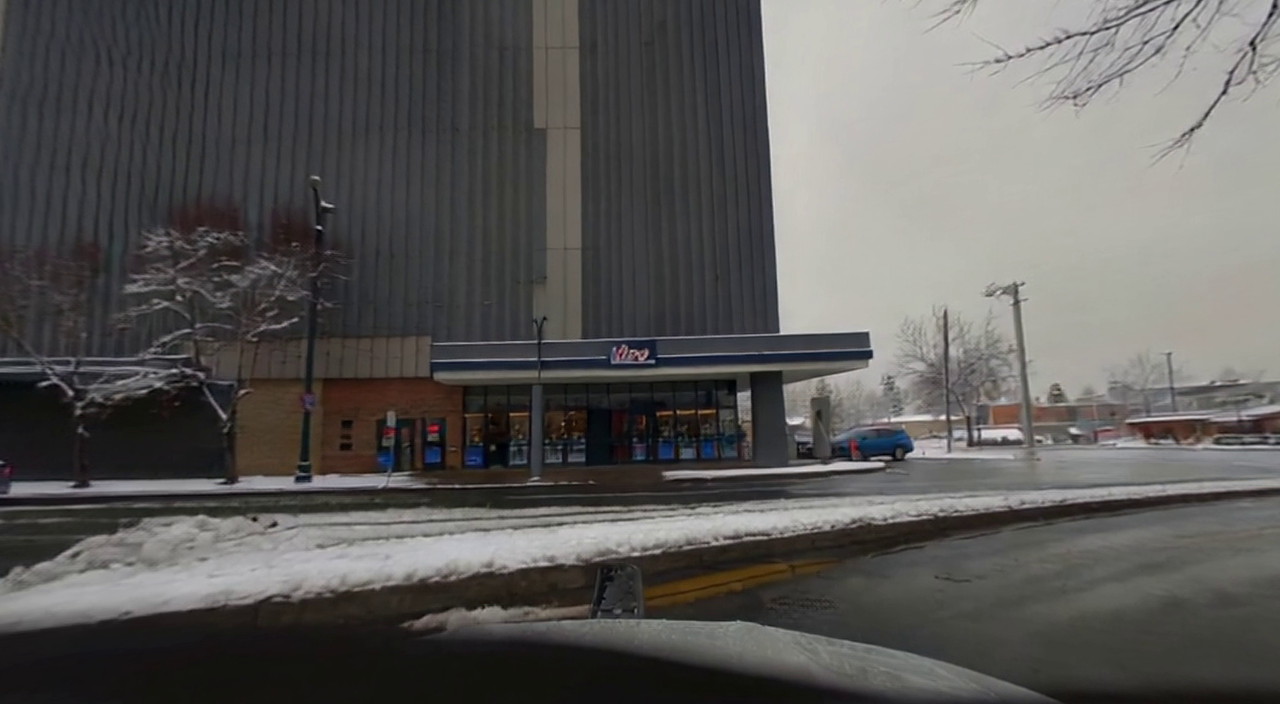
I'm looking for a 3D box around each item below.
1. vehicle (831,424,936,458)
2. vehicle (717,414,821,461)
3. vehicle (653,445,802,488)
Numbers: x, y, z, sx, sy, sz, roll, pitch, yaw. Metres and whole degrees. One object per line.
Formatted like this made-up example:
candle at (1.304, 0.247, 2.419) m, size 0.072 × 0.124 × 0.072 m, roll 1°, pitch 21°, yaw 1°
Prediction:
vehicle at (17.760, 6.484, 46.148) m, size 7.026 × 2.329 × 2.545 m, roll 3°, pitch -7°, yaw -17°
vehicle at (7.533, 5.021, 36.901) m, size 5.524 × 2.504 × 2.196 m, roll 4°, pitch -8°, yaw -14°
vehicle at (3.015, 3.908, 21.840) m, size 4.782 × 1.371 × 1.763 m, roll 3°, pitch -9°, yaw -18°
